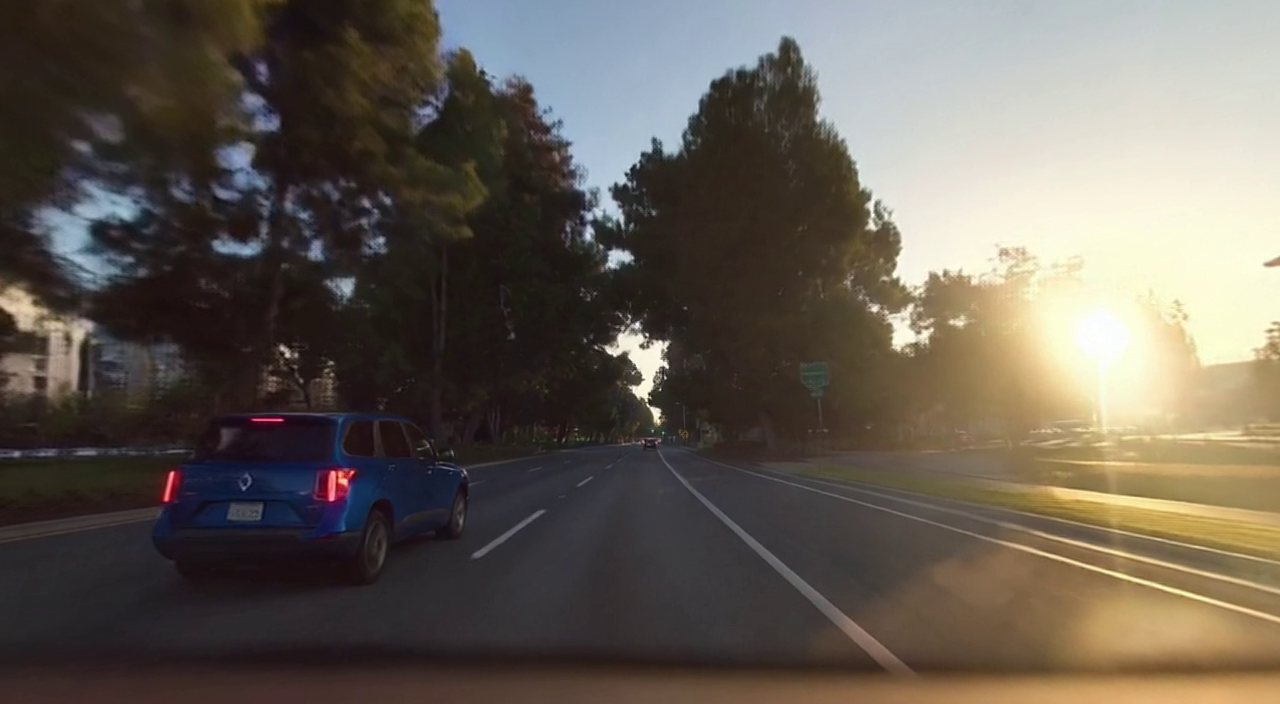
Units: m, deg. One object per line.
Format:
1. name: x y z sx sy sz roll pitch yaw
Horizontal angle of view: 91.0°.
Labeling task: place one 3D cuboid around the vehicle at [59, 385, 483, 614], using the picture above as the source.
1. vehicle: -3.350 1.433 7.069 2.033 1.713 4.503 0 -8 0
